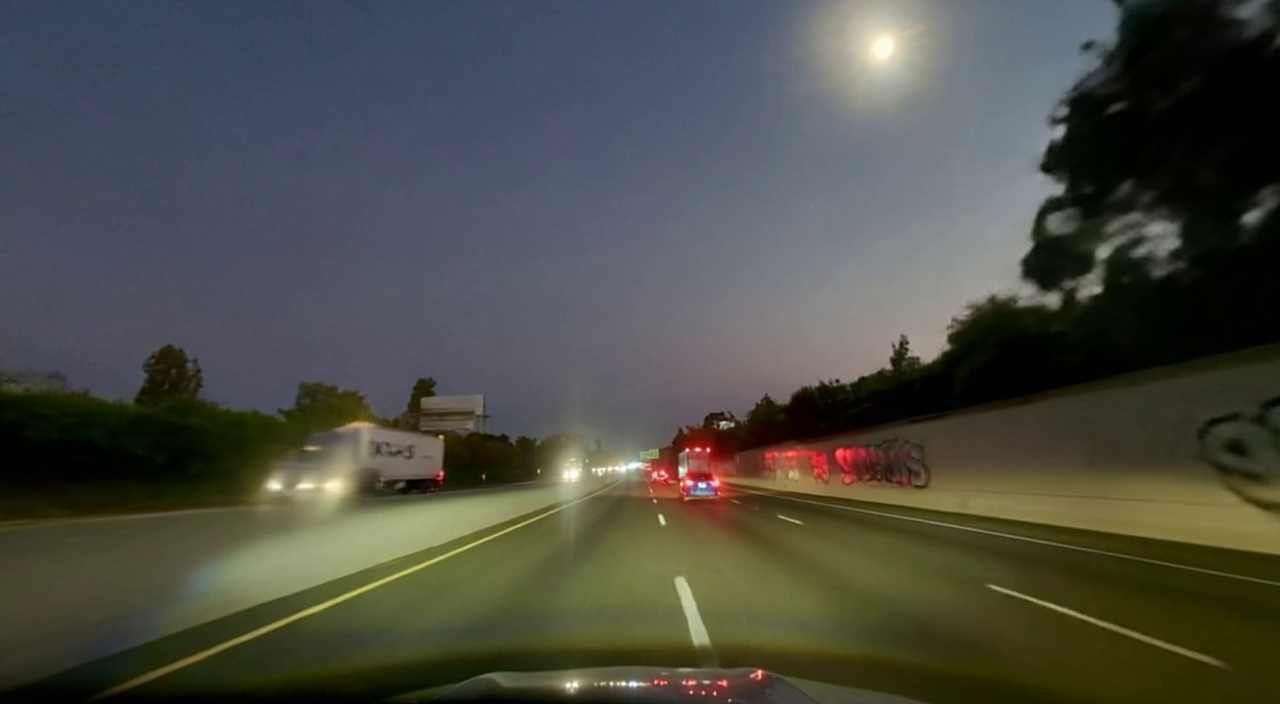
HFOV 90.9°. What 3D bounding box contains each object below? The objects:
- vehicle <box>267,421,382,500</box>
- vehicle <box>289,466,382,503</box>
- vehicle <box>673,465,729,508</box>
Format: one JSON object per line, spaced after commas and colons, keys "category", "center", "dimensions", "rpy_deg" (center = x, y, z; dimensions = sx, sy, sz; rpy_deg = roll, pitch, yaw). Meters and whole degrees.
{"category": "vehicle", "center": [-17.305, 6.076, 35.126], "dimensions": [3.016, 3.955, 6.020], "rpy_deg": [1, -10, 0]}
{"category": "vehicle", "center": [-13.529, 5.912, 28.321], "dimensions": [1.914, 1.479, 4.291], "rpy_deg": [1, -11, 1]}
{"category": "vehicle", "center": [2.544, 5.704, 27.001], "dimensions": [2.011, 1.574, 3.512], "rpy_deg": [2, -10, 0]}
